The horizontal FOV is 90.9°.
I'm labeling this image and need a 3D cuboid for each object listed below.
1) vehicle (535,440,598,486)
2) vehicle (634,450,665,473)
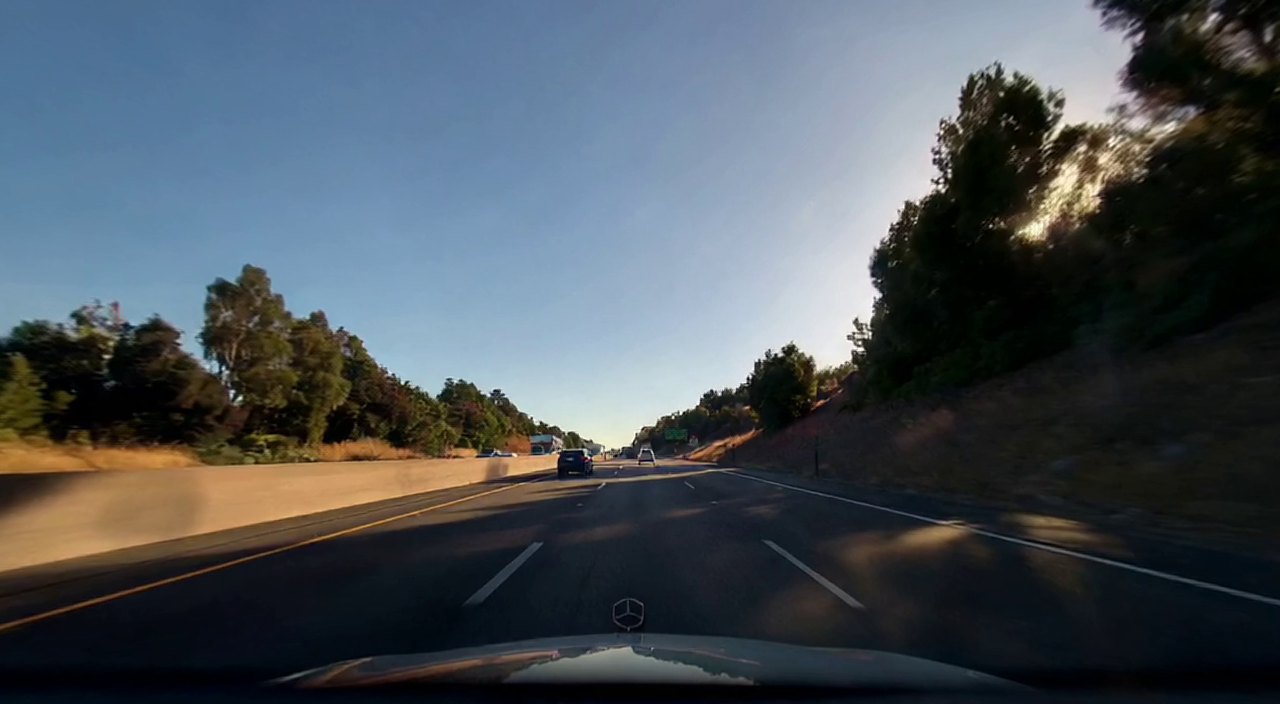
[{"bbox_3d":[-3.042,4.731,27.122,2.143,1.770,4.283,0,-9,1],"label":"vehicle"},{"bbox_3d":[0.654,7.661,44.288,2.036,1.519,4.225,0,-9,0],"label":"vehicle"}]
